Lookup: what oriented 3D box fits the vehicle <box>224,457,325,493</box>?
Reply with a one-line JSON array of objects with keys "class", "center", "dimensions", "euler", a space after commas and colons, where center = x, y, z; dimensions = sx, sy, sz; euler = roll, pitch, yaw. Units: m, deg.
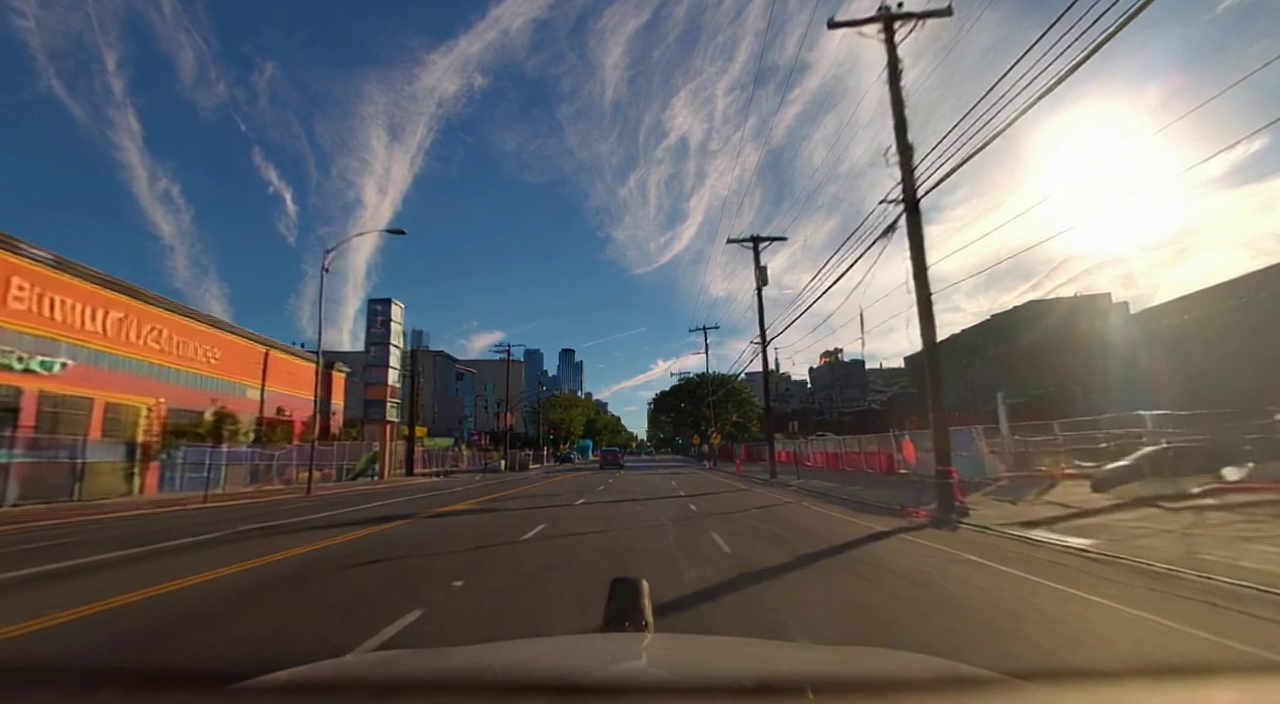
[{"class": "vehicle", "center": [-17.157, 5.777, 29.926], "dimensions": [1.995, 1.460, 4.802], "euler": [0, -9, -2]}]
